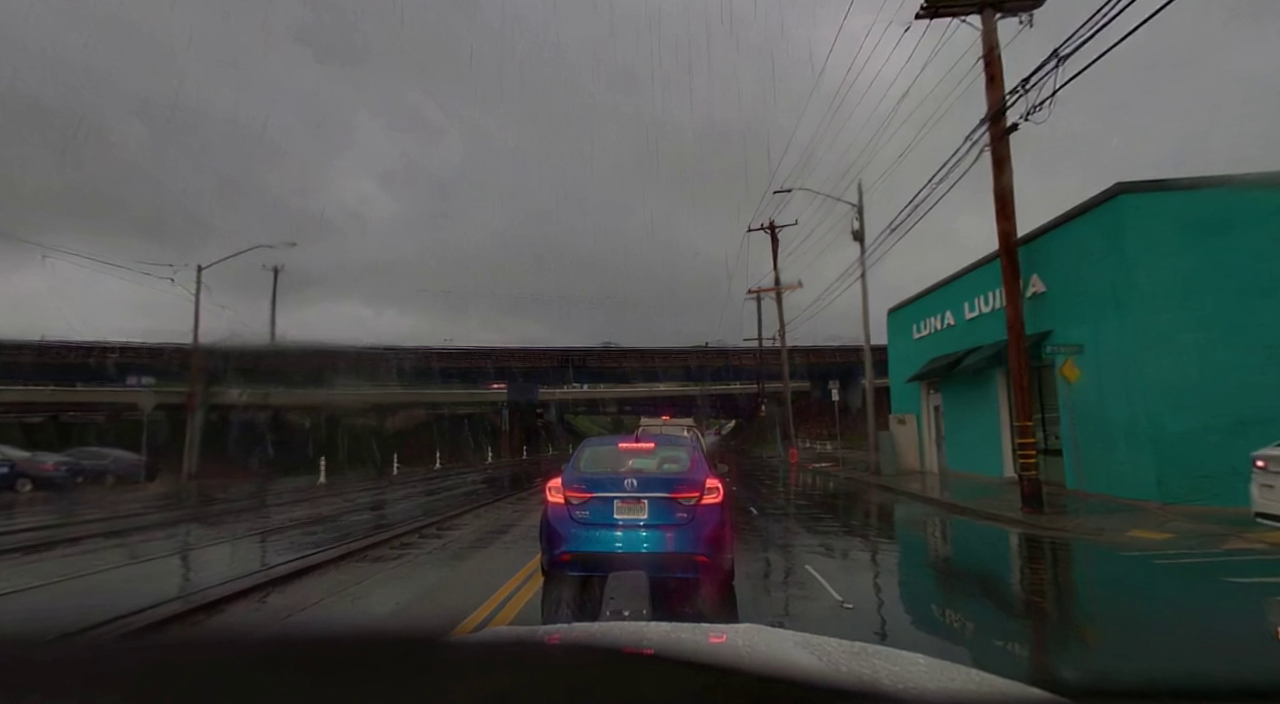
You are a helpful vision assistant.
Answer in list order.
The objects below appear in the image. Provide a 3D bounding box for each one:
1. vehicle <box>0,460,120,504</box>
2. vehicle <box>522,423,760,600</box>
[{"bbox_3d":[-21.929,4.673,22.835,4.566,1.453,1.935,-1,-9,5],"label":"vehicle"},{"bbox_3d":[0.093,1.709,7.618,2.090,1.518,4.033,-1,-9,3],"label":"vehicle"}]
